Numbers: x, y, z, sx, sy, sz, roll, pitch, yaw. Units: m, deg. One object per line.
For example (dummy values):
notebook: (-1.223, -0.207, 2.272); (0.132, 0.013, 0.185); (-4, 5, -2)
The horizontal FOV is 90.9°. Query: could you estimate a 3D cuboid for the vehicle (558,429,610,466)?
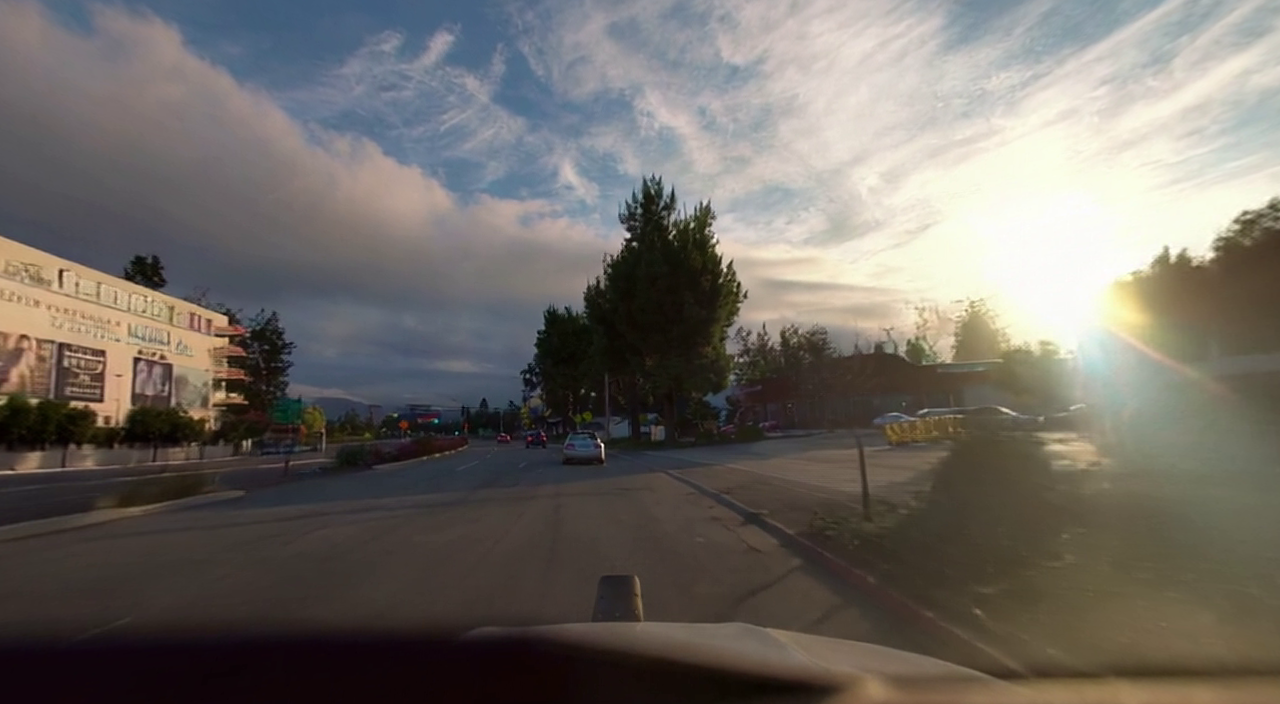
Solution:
vehicle: (-2.685, 4.393, 29.211); (2.231, 1.572, 4.227); (1, -8, -7)
